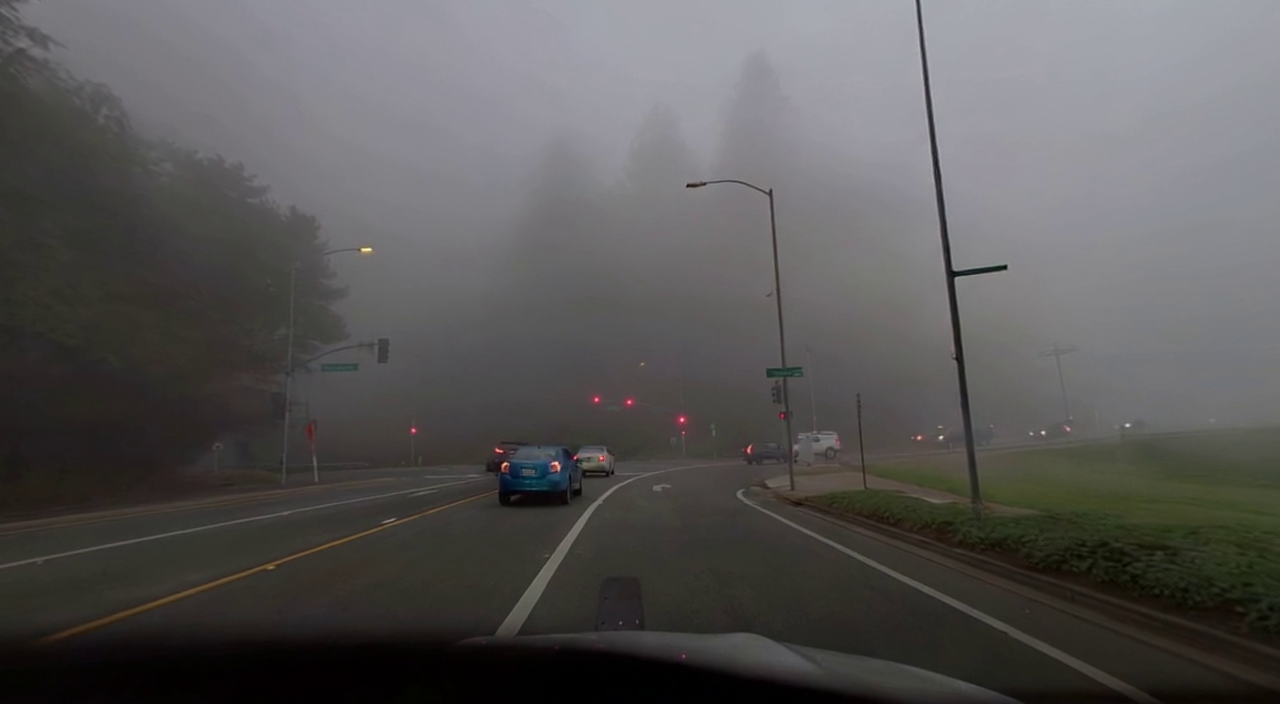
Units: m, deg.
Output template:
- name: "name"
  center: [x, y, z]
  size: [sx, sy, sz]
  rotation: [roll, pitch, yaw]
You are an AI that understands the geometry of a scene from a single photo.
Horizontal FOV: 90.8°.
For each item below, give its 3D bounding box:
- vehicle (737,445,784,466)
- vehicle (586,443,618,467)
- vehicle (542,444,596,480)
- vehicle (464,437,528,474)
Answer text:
- name: "vehicle"
  center: [8.533, 7.239, 44.377]
  size: [1.945, 1.410, 4.284]
  rotation: [-5, -10, 28]
- name: "vehicle"
  center: [-2.771, 7.540, 46.453]
  size: [2.055, 1.679, 4.155]
  rotation: [0, -9, 1]
- name: "vehicle"
  center: [-3.129, 4.974, 28.762]
  size: [1.979, 1.492, 3.930]
  rotation: [0, -9, 0]
- name: "vehicle"
  center: [-8.746, 6.177, 38.033]
  size: [2.390, 2.020, 5.085]
  rotation: [4, -10, -28]
